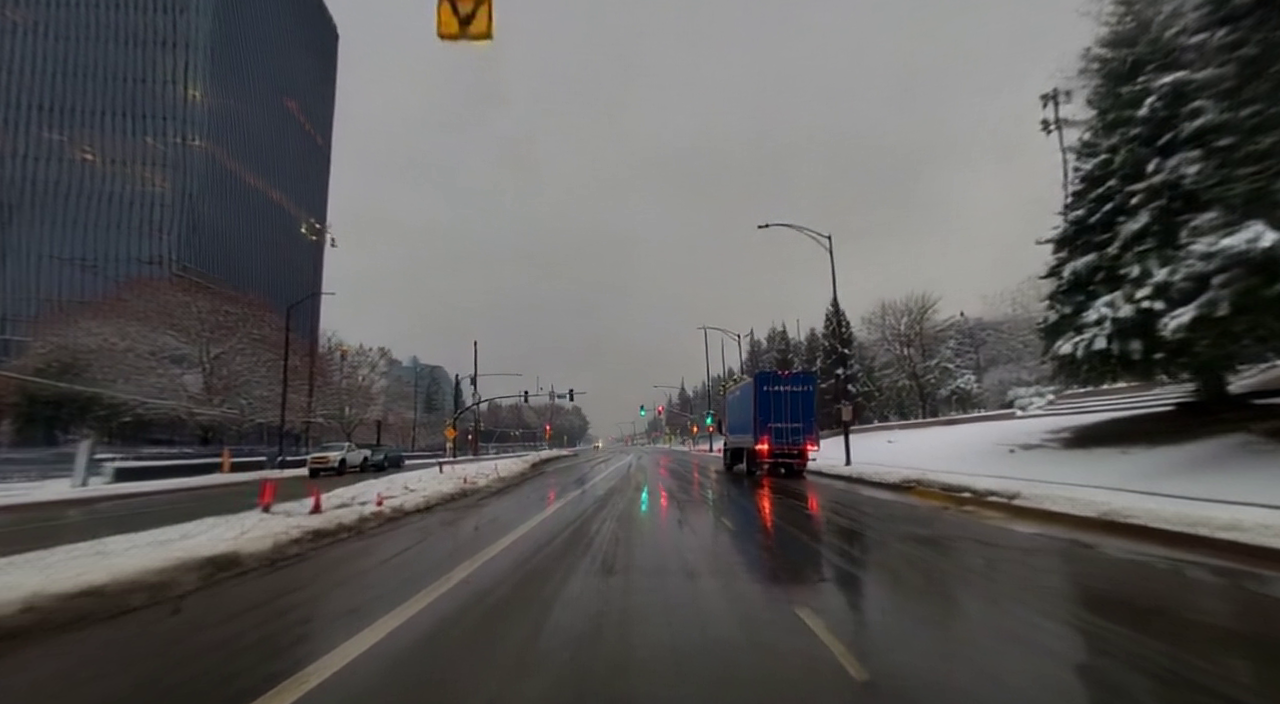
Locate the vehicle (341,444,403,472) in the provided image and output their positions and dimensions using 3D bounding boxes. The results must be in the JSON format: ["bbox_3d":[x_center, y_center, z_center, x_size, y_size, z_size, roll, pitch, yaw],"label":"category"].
[{"bbox_3d":[-16.914,6.686,40.138,1.925,1.665,4.893,0,-8,-1],"label":"vehicle"}]

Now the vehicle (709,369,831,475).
[{"bbox_3d":[5.371,3.305,28.450,3.176,3.913,9.805,0,-8,-1],"label":"vehicle"}]

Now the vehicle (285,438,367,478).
[{"bbox_3d":[-16.888,5.700,34.277,1.937,1.984,4.928,0,-8,0],"label":"vehicle"}]
